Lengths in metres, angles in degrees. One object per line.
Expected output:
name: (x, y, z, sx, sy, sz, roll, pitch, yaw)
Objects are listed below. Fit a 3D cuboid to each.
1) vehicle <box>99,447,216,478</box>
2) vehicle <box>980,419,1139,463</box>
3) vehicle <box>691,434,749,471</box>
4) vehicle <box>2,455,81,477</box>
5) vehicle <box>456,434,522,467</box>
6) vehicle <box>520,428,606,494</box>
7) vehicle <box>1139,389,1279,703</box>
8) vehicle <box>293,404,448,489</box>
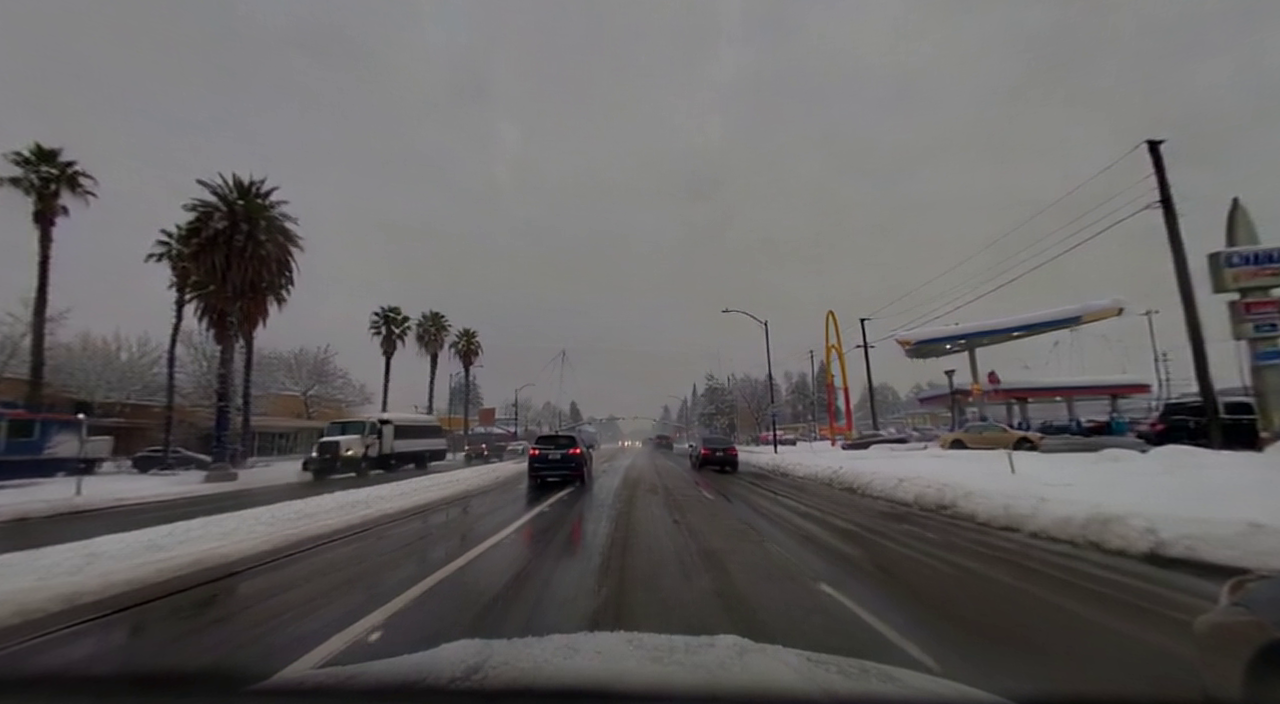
vehicle: (-30.208, 6.941, 39.687, 5.349, 1.859, 2.259, 0, -10, -1)
vehicle: (14.610, 3.138, 22.185, 4.293, 1.438, 1.773, 0, -9, 1)
vehicle: (3.347, 4.308, 27.162, 1.889, 1.448, 4.262, 0, -9, -1)
vehicle: (-41.698, 7.925, 44.076, 3.718, 1.436, 1.749, 0, -9, 1)
vehicle: (-9.256, 6.100, 39.207, 2.169, 1.853, 4.853, -2, -9, 9)
vehicle: (-2.004, 2.900, 17.135, 2.021, 1.550, 4.090, 1, -9, -5)
vehicle: (3.422, 0.658, 0.893, 1.987, 1.474, 4.198, 0, -9, 0)
vehicle: (-11.016, 3.958, 27.074, 2.662, 2.995, 8.344, 1, -7, 2)
